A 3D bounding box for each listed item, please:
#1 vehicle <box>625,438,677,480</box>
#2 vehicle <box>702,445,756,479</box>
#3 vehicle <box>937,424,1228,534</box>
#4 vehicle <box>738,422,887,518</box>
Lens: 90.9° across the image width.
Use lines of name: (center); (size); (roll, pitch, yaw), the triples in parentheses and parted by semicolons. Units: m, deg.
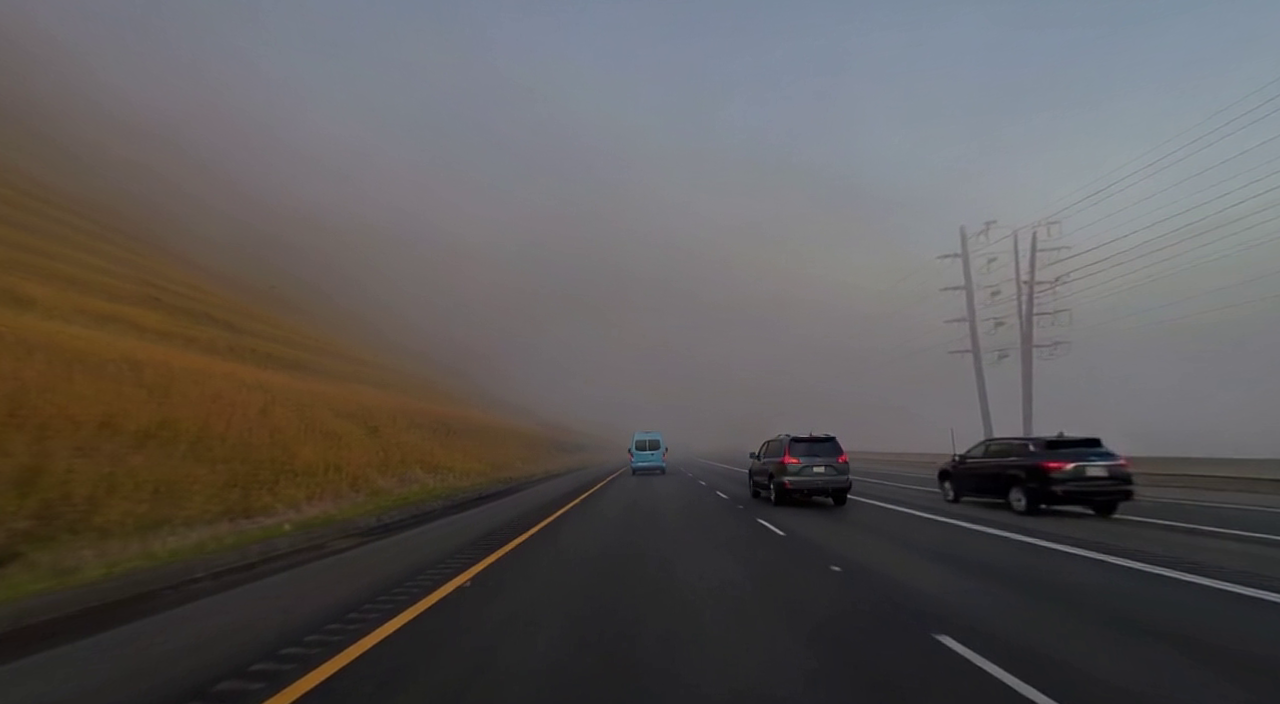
vehicle: (0.519, 4.962, 29.525); (2.268, 1.772, 4.523); (0, -8, 1)
vehicle: (4.144, 5.166, 29.981); (1.938, 1.466, 4.356); (0, -8, 0)
vehicle: (7.957, 2.313, 12.128); (2.216, 1.673, 4.660); (0, -8, 0)
vehicle: (3.677, 2.609, 14.467); (2.139, 1.821, 4.480); (0, -8, 0)
